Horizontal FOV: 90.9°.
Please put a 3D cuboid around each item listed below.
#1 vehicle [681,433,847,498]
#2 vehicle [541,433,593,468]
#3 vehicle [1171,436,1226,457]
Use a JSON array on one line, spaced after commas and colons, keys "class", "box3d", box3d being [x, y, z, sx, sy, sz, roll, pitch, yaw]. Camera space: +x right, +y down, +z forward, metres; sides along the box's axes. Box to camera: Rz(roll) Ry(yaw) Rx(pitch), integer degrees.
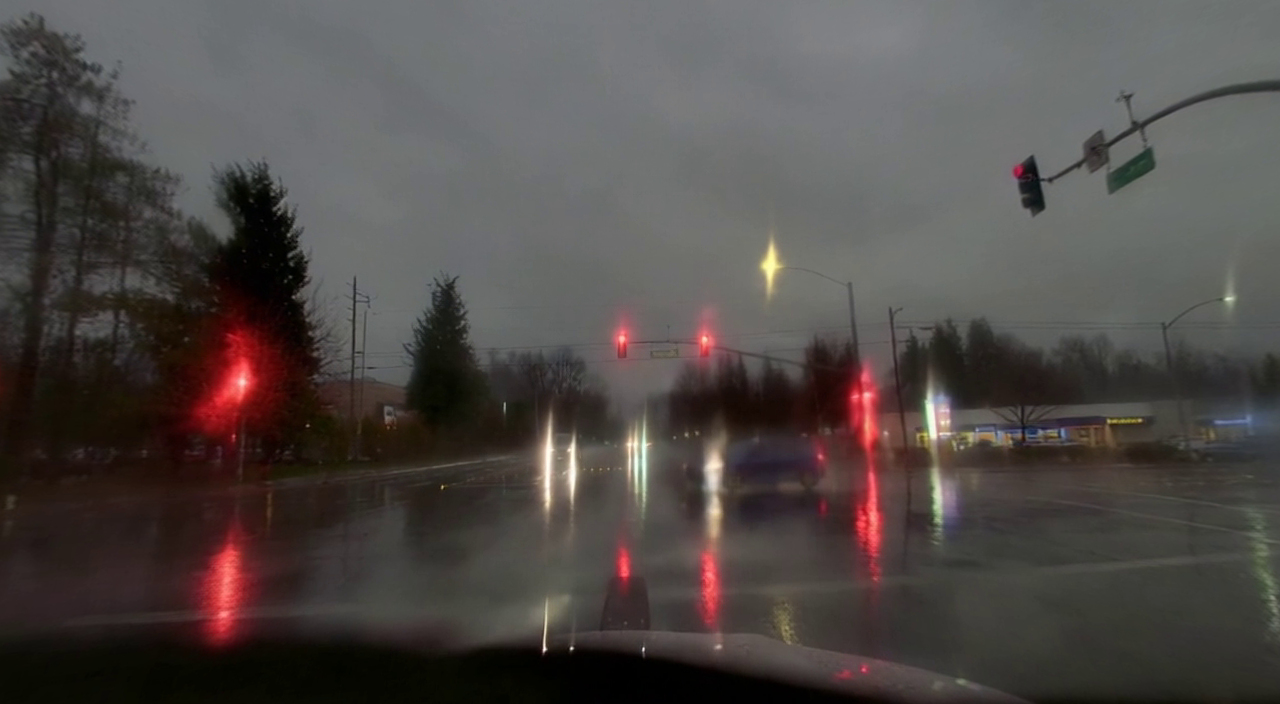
[{"class": "vehicle", "box3d": [3.419, 3.011, 17.117, 4.377, 1.523, 1.877, 6, -10, -35]}, {"class": "vehicle", "box3d": [-3.663, 5.049, 32.445, 2.140, 1.638, 4.259, 0, -8, 0]}, {"class": "vehicle", "box3d": [42.854, 7.241, 48.293, 4.133, 1.561, 1.824, 5, -10, -30]}]
